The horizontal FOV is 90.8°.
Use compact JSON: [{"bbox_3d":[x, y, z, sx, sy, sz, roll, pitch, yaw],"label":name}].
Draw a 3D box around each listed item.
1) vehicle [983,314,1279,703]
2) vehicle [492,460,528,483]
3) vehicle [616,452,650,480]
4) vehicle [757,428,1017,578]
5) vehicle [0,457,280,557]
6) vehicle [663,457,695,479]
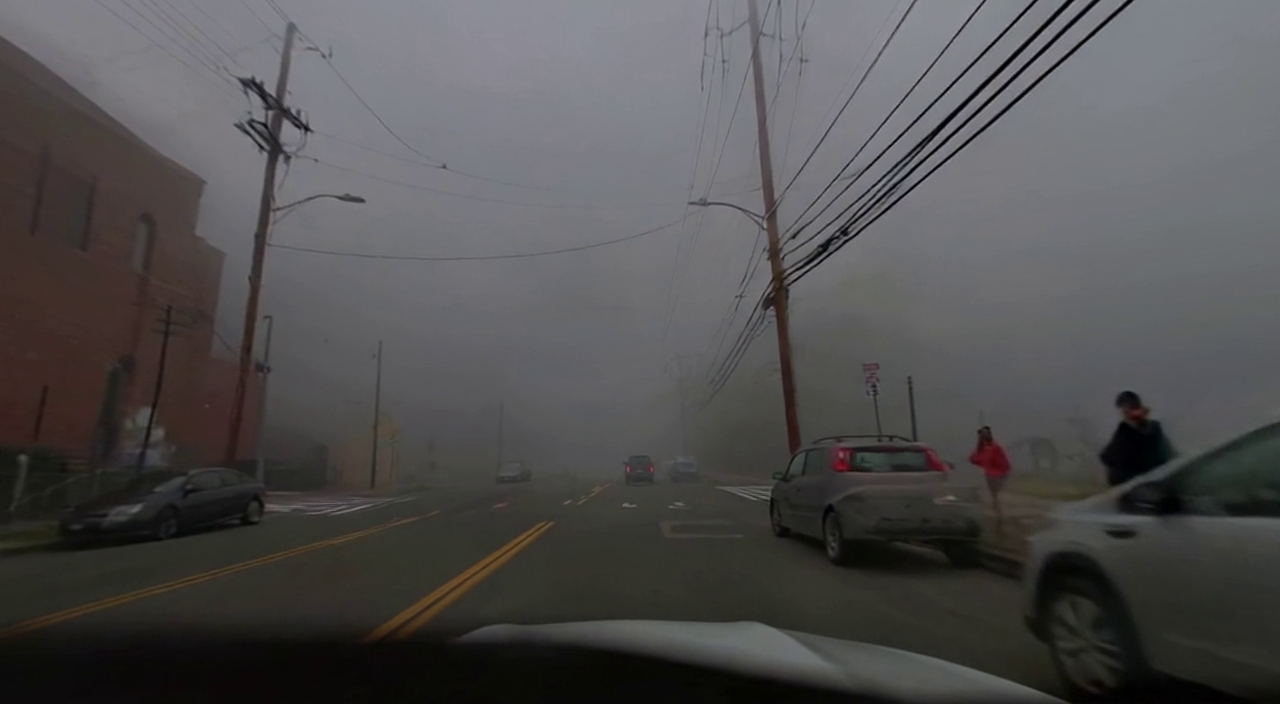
[{"bbox_3d":[3.235,0.671,1.536,2.102,1.765,4.674,0,-9,-1],"label":"vehicle"},{"bbox_3d":[-10.190,9.443,49.789,1.923,1.542,4.572,-4,-12,-1],"label":"vehicle"},{"bbox_3d":[-0.483,7.762,43.191,2.190,1.783,4.048,0,-9,0],"label":"vehicle"},{"bbox_3d":[3.144,2.016,9.334,1.941,1.634,4.674,0,-9,0],"label":"vehicle"},{"bbox_3d":[-9.967,3.118,13.202,2.079,1.550,4.865,-3,-11,-1],"label":"vehicle"},{"bbox_3d":[2.922,8.778,48.116,1.910,1.512,4.274,0,-9,-3],"label":"vehicle"}]
